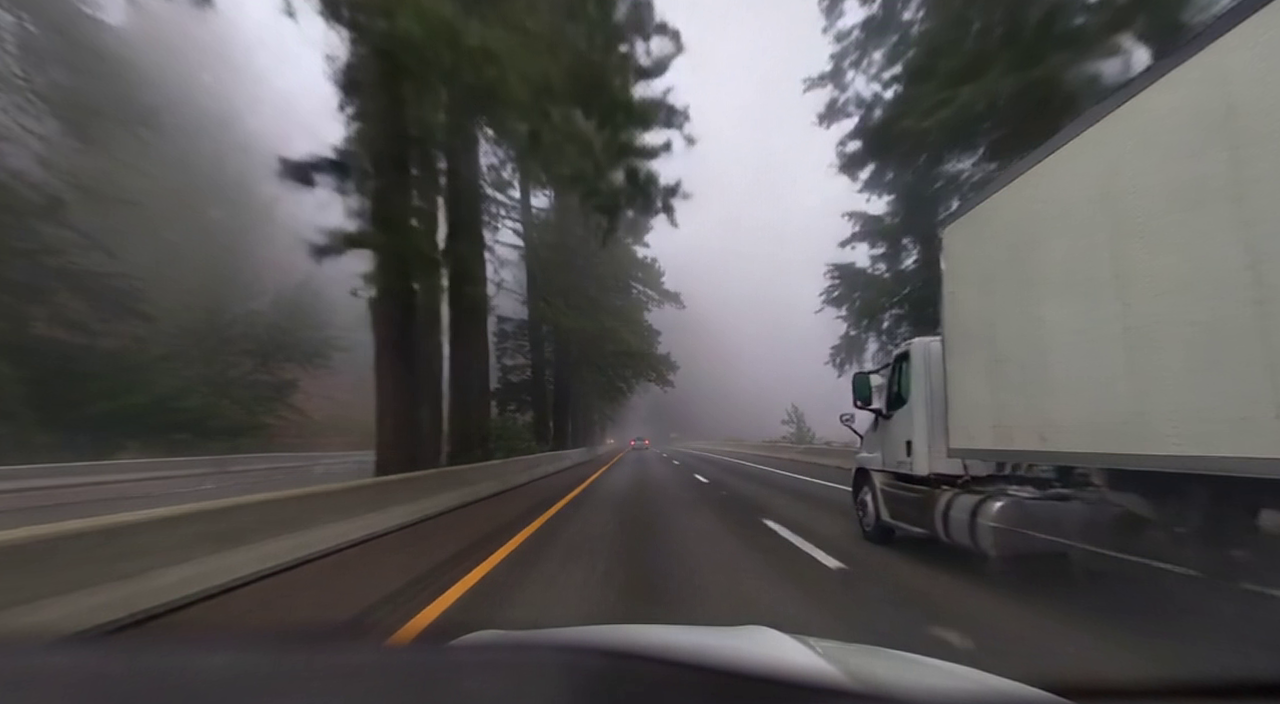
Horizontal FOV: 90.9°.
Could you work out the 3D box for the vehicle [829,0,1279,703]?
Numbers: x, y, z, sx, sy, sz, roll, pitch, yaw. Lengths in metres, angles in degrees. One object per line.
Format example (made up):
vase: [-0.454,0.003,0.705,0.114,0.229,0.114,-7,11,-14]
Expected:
vehicle: [4.249,0.282,4.488,3.013,3.462,8.956,0,-8,0]
